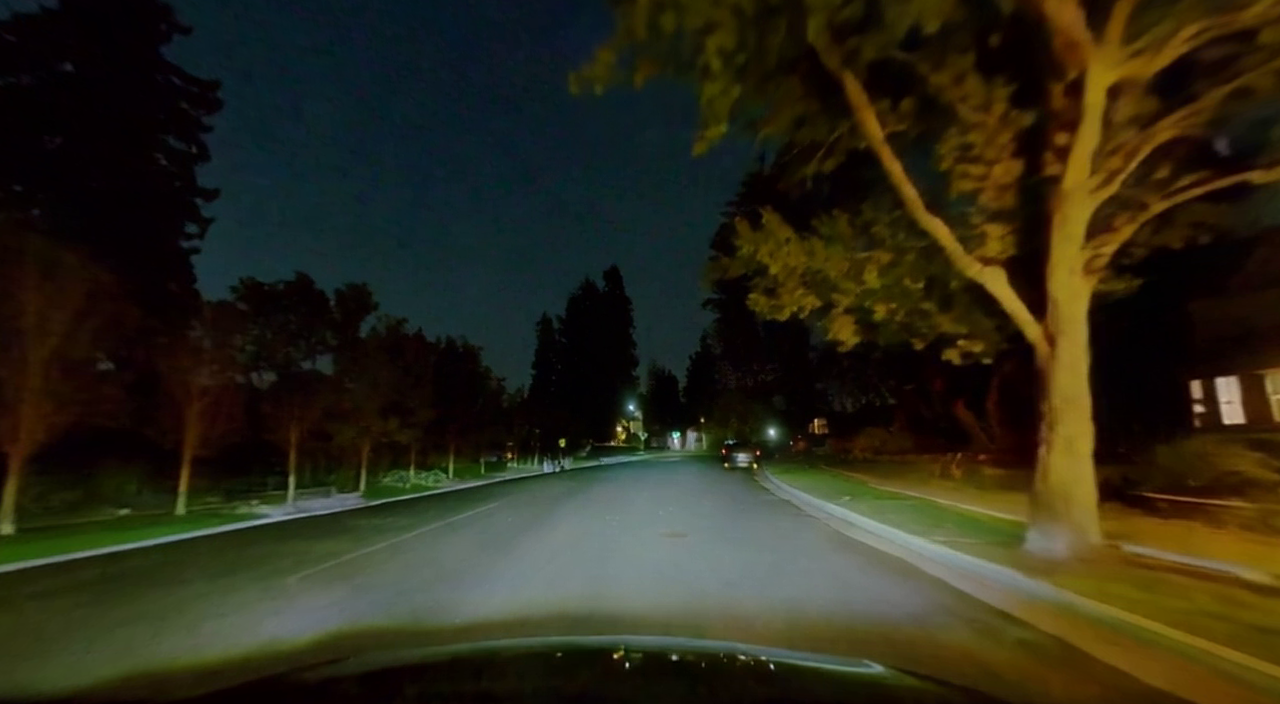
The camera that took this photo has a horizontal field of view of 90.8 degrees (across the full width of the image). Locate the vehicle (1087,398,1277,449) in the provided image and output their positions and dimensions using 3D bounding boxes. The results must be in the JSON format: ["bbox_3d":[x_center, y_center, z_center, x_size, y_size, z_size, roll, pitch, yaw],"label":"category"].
[{"bbox_3d":[18.285,2.546,21.686,1.997,1.564,4.620,1,-9,-9],"label":"vehicle"}]

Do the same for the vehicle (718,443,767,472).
[{"bbox_3d":[5.731,5.982,35.932,2.088,1.522,4.449,0,-9,1],"label":"vehicle"}]
